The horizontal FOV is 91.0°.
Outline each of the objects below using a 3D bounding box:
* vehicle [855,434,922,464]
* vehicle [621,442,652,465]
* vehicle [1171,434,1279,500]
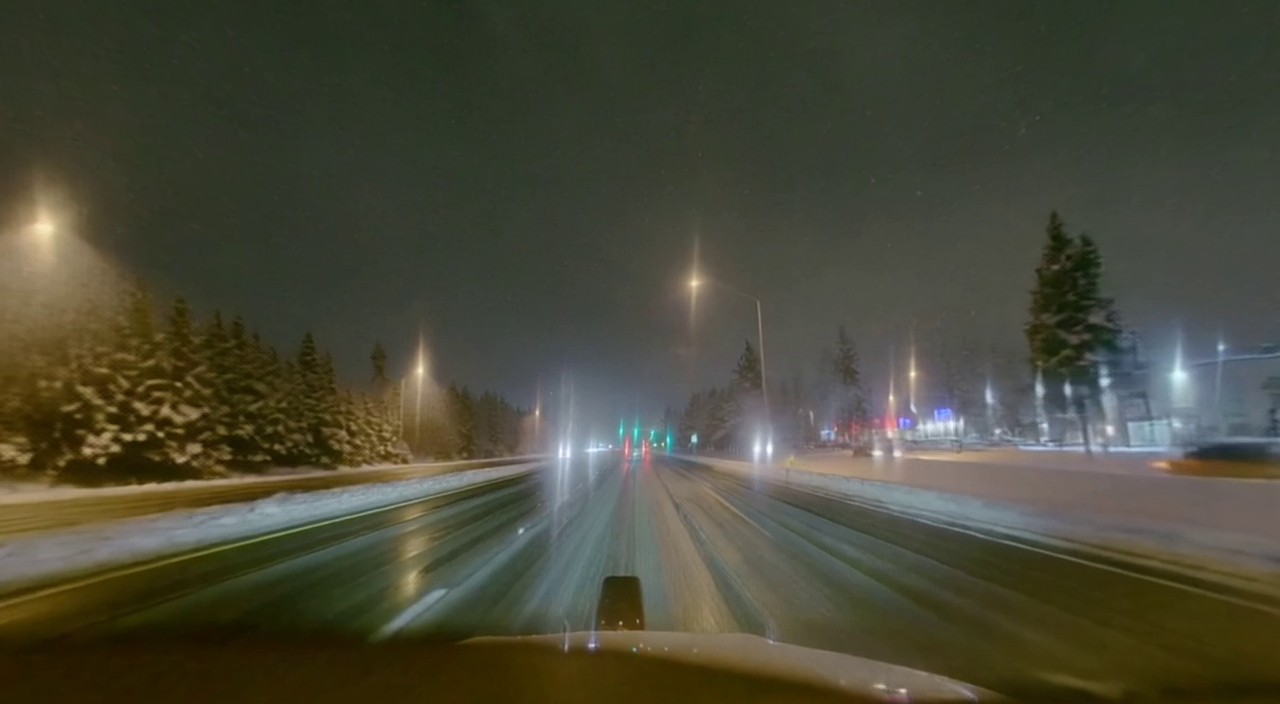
[{"bbox_3d":[18.074,7.119,46.227,2.288,1.963,5.983,1,-9,-2],"label":"vehicle"},{"bbox_3d":[-0.257,7.373,45.859,2.110,1.555,4.431,0,-9,-1],"label":"vehicle"},{"bbox_3d":[15.760,2.764,15.186,1.987,1.517,4.405,0,-9,-1],"label":"vehicle"}]
